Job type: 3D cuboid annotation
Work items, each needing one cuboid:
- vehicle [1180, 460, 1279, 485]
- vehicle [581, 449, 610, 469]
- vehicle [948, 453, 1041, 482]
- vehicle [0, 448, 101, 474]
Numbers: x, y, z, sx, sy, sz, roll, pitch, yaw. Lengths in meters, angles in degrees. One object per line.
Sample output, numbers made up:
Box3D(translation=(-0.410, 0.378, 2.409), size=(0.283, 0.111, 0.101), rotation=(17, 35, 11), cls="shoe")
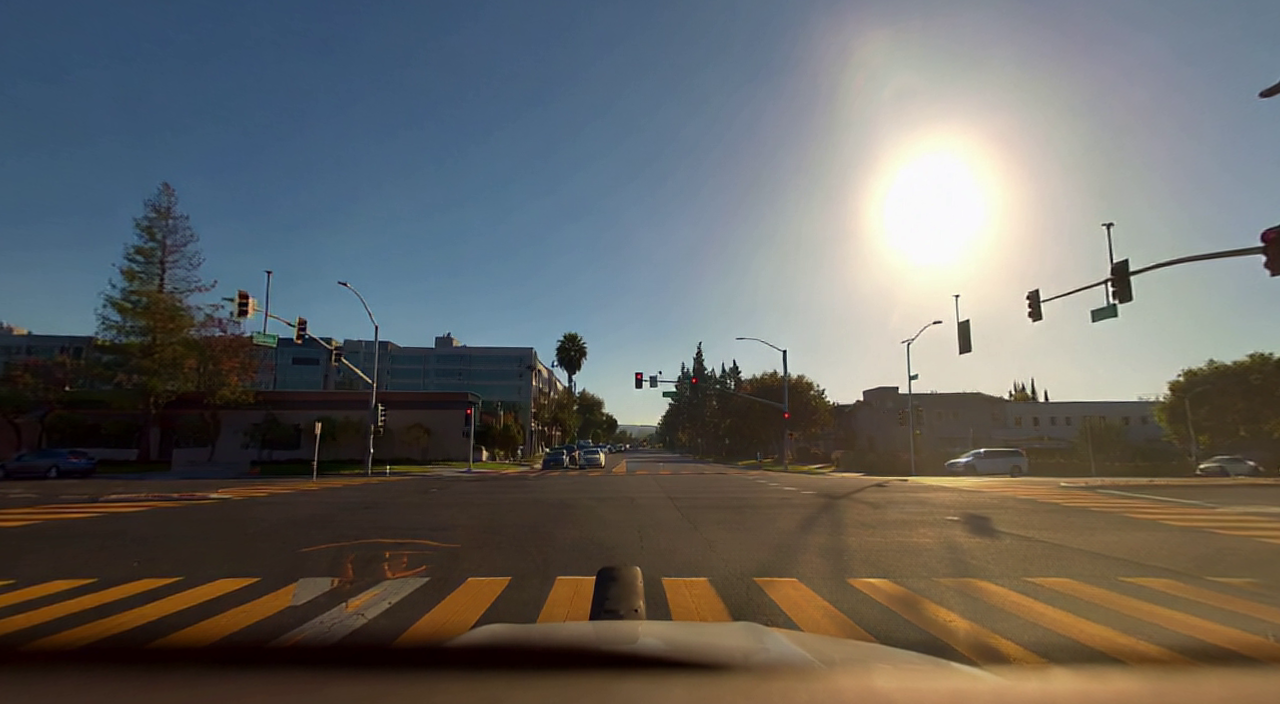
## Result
Box3D(translation=(36.224, 7.315, 38.295), size=(4.976, 1.428, 1.929), rotation=(0, -8, -2), cls="vehicle")
Box3D(translation=(-3.449, 8.360, 49.188), size=(1.908, 1.441, 4.142), rotation=(0, -8, 1), cls="vehicle")
Box3D(translation=(21.098, 6.873, 37.588), size=(4.447, 1.623, 1.801), rotation=(0, -9, -3), cls="vehicle")
Box3D(translation=(-35.134, 6.421, 37.191), size=(4.741, 1.447, 1.807), rotation=(0, -9, -1), cls="vehicle")
